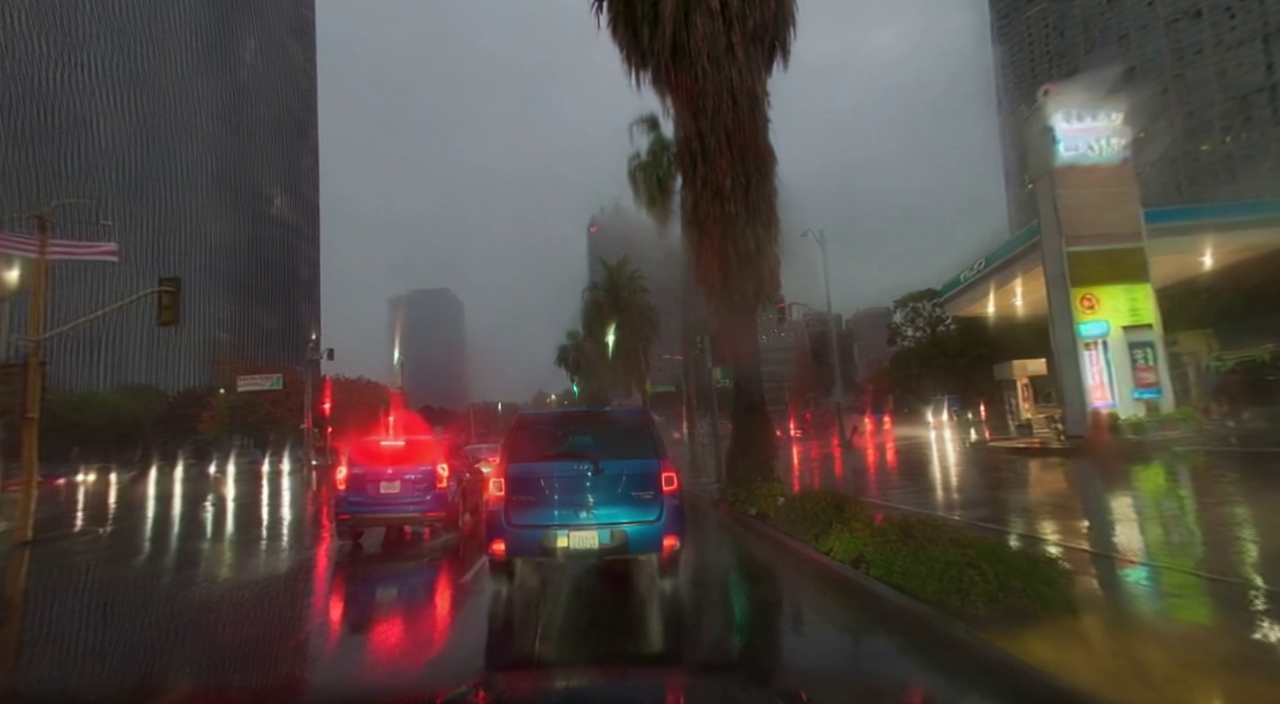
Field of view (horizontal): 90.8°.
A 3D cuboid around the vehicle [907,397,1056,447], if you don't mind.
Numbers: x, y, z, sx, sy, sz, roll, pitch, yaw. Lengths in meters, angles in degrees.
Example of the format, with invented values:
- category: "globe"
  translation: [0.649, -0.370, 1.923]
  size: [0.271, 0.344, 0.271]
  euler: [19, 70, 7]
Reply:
- category: "vehicle"
  translation: [14.463, 3.021, 27.005]
  size: [5.033, 1.999, 2.259]
  euler: [0, -8, -3]

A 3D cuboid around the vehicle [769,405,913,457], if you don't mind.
- category: "vehicle"
  translation: [8.411, 3.364, 26.709]
  size: [5.307, 2.076, 2.122]
  euler: [1, -8, -5]

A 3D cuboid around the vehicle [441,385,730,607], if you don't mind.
- category: "vehicle"
  translation: [-0.634, 1.603, 8.030]
  size: [2.519, 1.913, 4.819]
  euler: [0, -8, -4]

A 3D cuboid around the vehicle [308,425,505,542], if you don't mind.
- category: "vehicle"
  translation: [-4.011, 2.321, 11.956]
  size: [2.097, 1.692, 5.030]
  euler: [0, -8, -4]

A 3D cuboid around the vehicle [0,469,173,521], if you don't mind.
- category: "vehicle"
  translation: [-20.858, 5.344, 23.837]
  size: [4.660, 1.708, 2.331]
  euler: [-1, -8, 4]

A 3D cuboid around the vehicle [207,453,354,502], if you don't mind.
- category: "vehicle"
  translation: [-15.673, 5.467, 27.799]
  size: [5.026, 1.958, 2.193]
  euler: [0, -8, -3]

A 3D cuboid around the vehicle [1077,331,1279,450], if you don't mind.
- category: "vehicle"
  translation: [10.302, 0.728, 10.602]
  size: [4.420, 1.766, 2.104]
  euler: [1, -8, -5]
